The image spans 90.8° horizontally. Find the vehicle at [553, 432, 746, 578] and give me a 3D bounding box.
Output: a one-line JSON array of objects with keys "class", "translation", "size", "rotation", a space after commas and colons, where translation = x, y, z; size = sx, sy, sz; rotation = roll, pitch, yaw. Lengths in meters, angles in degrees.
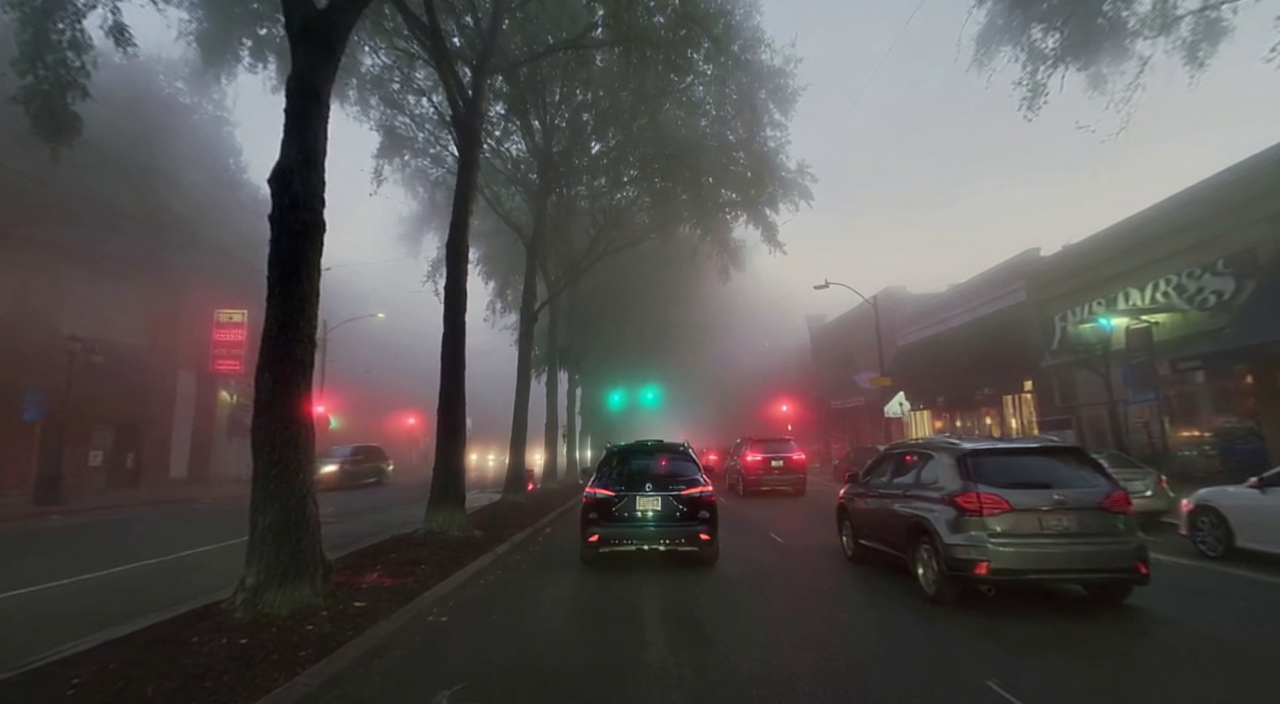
[{"class": "vehicle", "translation": [0.074, 1.865, 8.403], "size": [2.006, 1.487, 3.535], "rotation": [0, -9, -1]}]

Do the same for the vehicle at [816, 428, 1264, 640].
[{"class": "vehicle", "translation": [3.428, 1.614, 6.644], "size": [1.988, 1.480, 4.195], "rotation": [0, -9, 1]}]

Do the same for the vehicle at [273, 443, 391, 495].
[{"class": "vehicle", "translation": [-11.428, 4.348, 23.913], "size": [2.042, 1.749, 4.629], "rotation": [-1, -9, 1]}]

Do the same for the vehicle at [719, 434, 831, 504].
[{"class": "vehicle", "translation": [3.528, 3.160, 17.454], "size": [2.025, 1.660, 4.334], "rotation": [0, -9, -1]}]

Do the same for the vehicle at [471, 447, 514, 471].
[{"class": "vehicle", "translation": [-11.221, 8.150, 48.408], "size": [2.034, 1.765, 4.708], "rotation": [-1, -9, 2]}]
